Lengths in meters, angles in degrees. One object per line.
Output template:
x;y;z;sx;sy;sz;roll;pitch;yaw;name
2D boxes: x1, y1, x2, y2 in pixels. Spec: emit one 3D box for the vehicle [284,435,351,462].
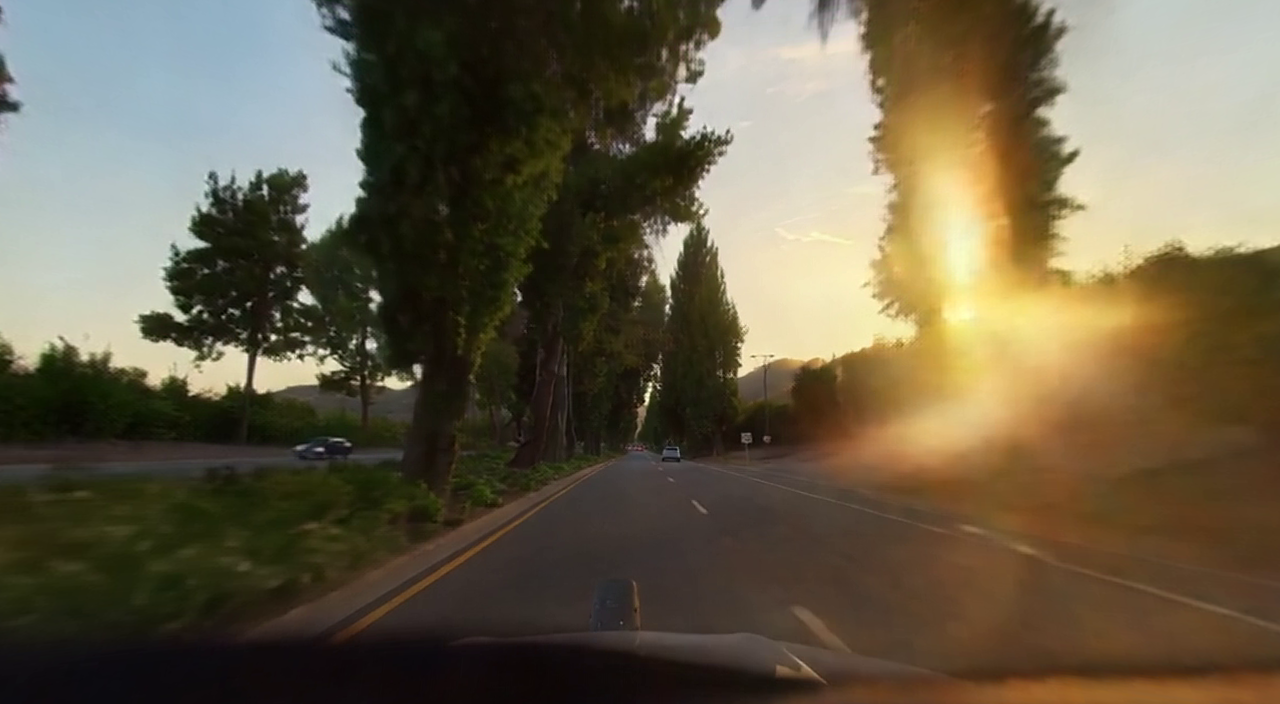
-22.332;6.714;44.030;2.055;1.776;4.879;0;-9;0;vehicle
